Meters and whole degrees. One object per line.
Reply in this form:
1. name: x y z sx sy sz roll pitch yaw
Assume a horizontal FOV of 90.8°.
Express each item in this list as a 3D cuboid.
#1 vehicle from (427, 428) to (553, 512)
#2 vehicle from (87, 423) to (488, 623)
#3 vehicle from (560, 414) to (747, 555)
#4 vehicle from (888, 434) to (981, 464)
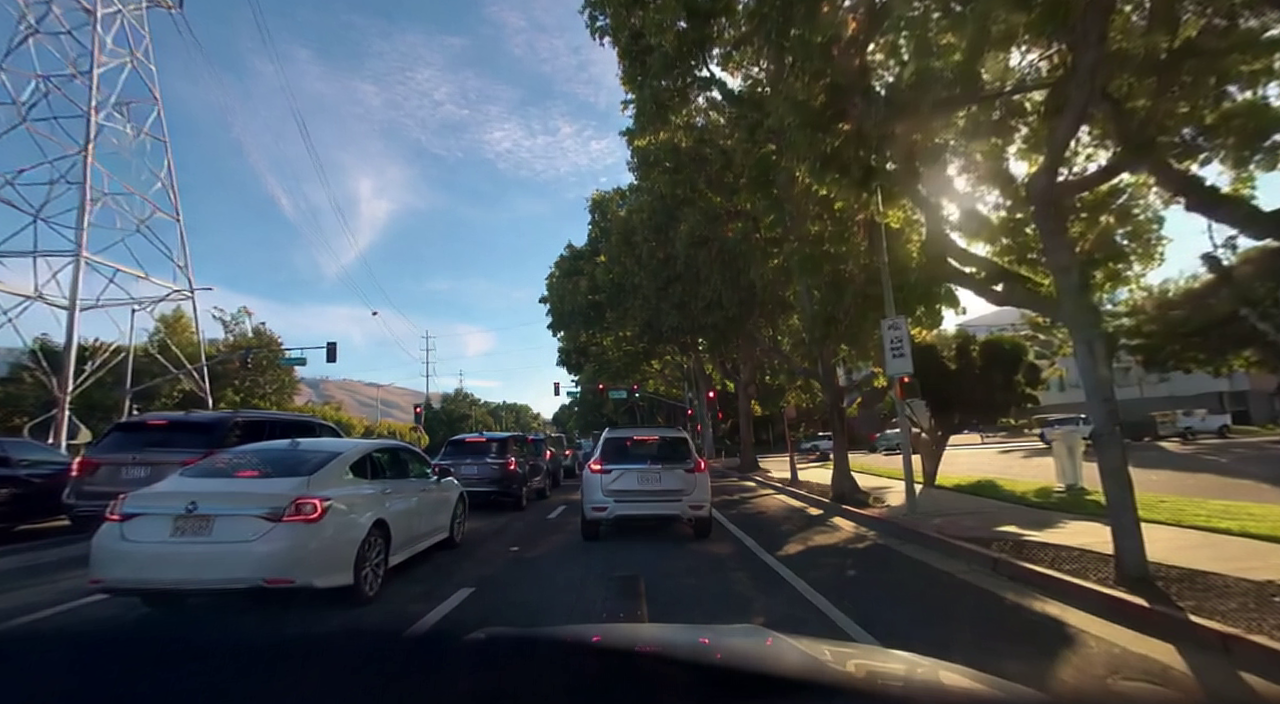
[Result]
1. vehicle: -3.243 2.631 14.506 1.997 1.636 3.760 0 -8 -1
2. vehicle: -3.181 1.609 7.028 1.973 1.469 4.448 0 -8 -1
3. vehicle: 0.101 1.902 9.763 2.239 1.661 4.224 0 -8 -2
4. vehicle: 15.127 4.986 32.575 3.858 1.437 1.899 0 -8 -4
